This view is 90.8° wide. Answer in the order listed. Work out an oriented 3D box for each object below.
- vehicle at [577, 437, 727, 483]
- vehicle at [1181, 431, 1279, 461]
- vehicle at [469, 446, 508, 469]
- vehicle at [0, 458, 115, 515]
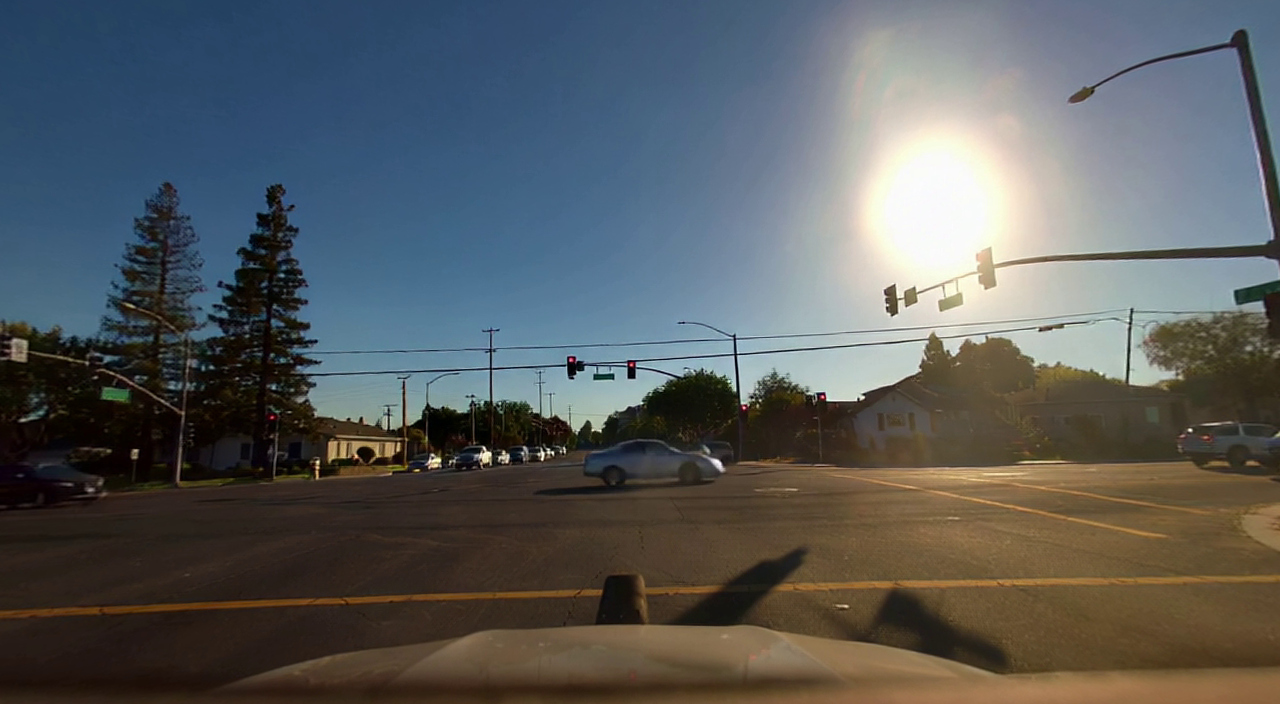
[{"bbox_3d":[0.380,3.655,21.453,4.823,1.449,2.017,0,-9,0],"label":"vehicle"},{"bbox_3d":[31.311,4.888,33.020,4.318,1.488,1.870,0,-9,-1],"label":"vehicle"},{"bbox_3d":[-10.708,7.454,44.766,1.881,1.509,3.377,0,-9,1],"label":"vehicle"},{"bbox_3d":[-20.734,4.475,21.232,4.431,1.739,1.935,-1,-9,1],"label":"vehicle"}]
